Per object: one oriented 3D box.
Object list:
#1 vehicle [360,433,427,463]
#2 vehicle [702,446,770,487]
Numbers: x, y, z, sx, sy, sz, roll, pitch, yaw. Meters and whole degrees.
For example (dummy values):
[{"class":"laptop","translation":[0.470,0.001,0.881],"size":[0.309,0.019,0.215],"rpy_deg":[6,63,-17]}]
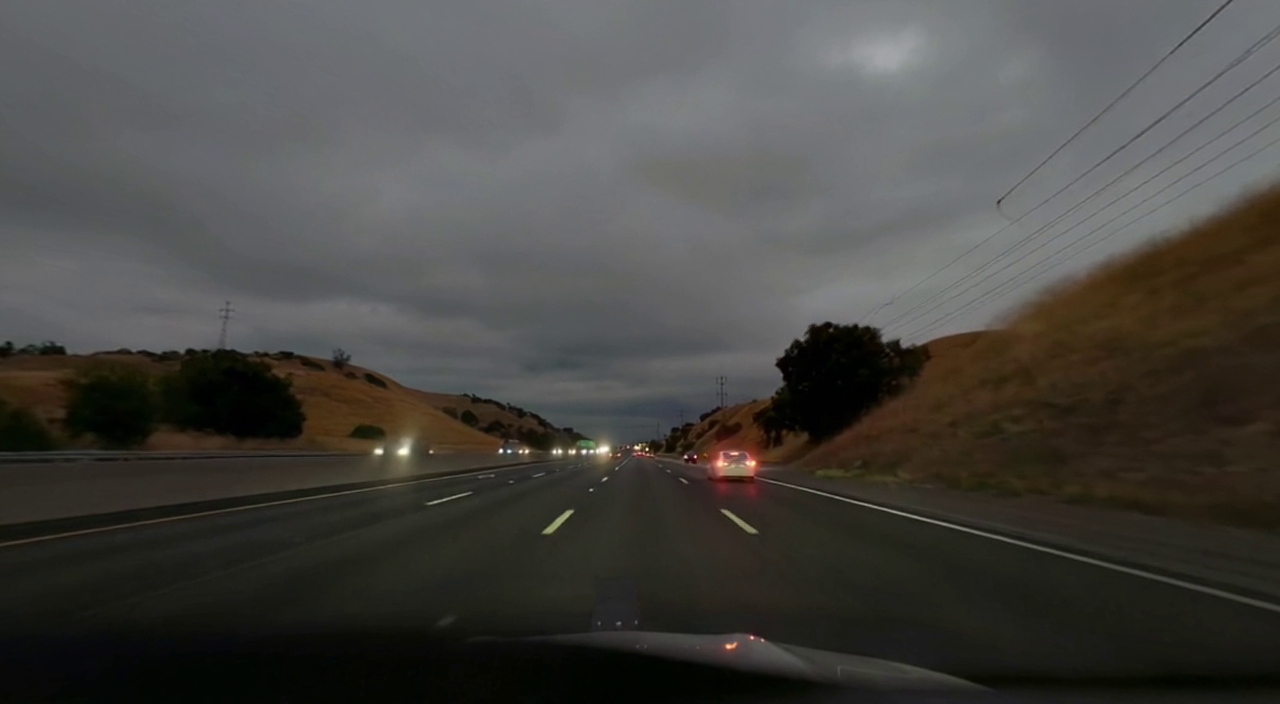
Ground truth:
[{"class":"vehicle","translation":[-14.433,5.662,37.187],"size":[1.886,1.632,4.799],"rpy_deg":[0,-9,1]},{"class":"vehicle","translation":[3.864,4.677,26.114],"size":[2.086,1.542,4.355],"rpy_deg":[0,-8,0]}]
